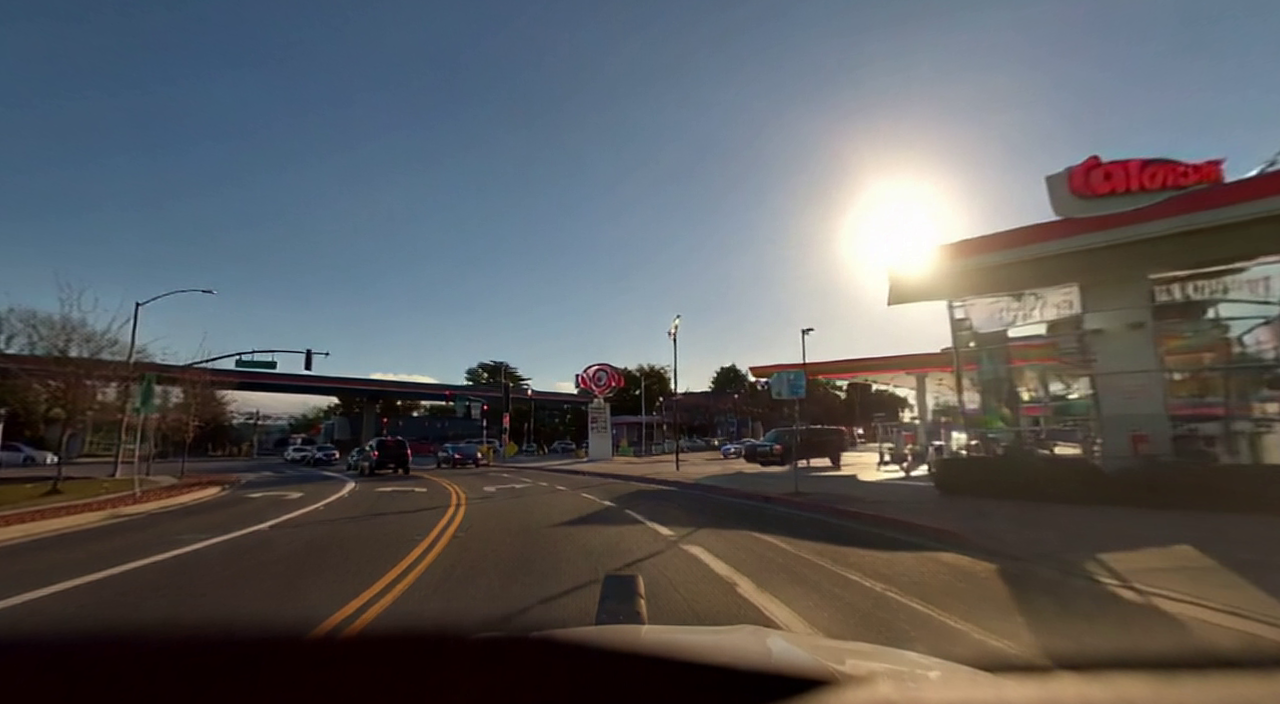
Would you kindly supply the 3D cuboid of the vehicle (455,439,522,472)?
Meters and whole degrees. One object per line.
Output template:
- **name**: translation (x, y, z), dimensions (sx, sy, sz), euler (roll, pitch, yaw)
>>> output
- **vehicle**: translation (-9.090, 6.118, 37.582), dimensions (2.202, 1.822, 4.826), euler (6, -10, -34)

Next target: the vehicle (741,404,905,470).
- **vehicle**: translation (9.538, 4.541, 33.527), dimensions (7.741, 3.106, 2.906), euler (-6, -11, 38)

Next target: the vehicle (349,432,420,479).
- **vehicle**: translation (-12.224, 4.845, 29.888), dimensions (2.254, 2.006, 4.766), euler (6, -10, -31)

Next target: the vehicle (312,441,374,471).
- **vehicle**: translation (-17.882, 6.205, 37.771), dimensions (1.940, 1.650, 4.546), euler (8, -12, -43)
